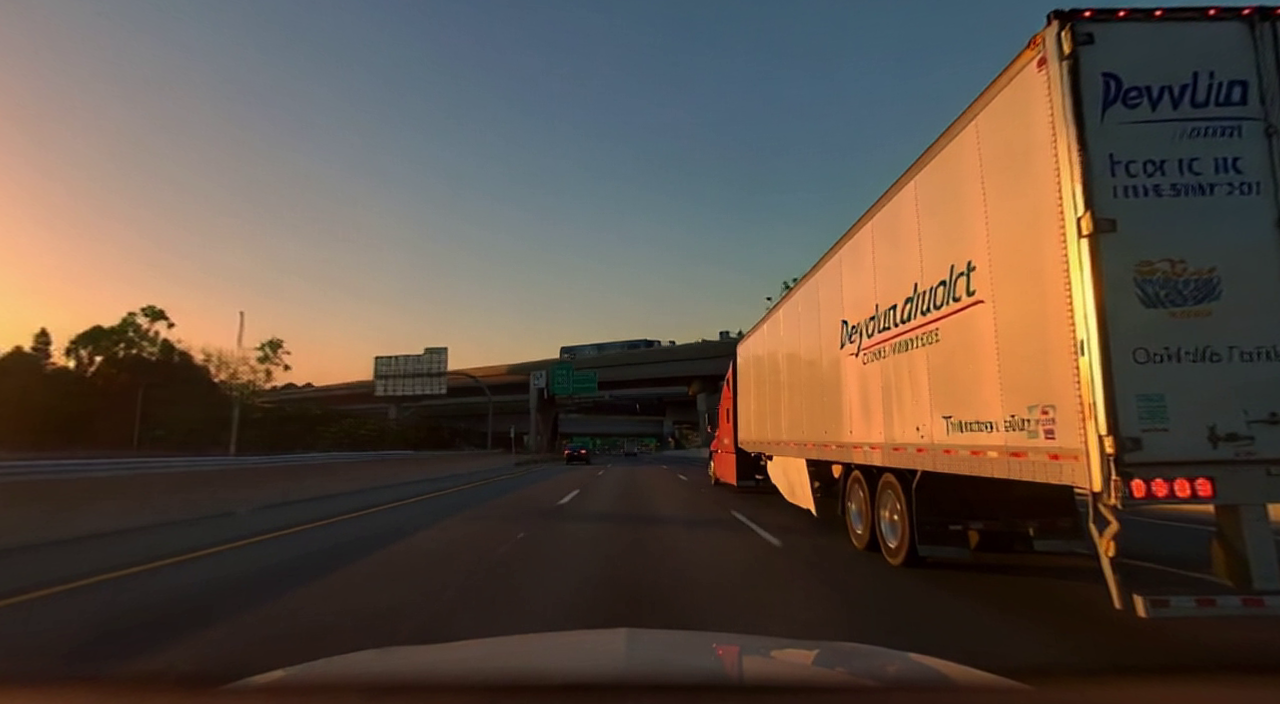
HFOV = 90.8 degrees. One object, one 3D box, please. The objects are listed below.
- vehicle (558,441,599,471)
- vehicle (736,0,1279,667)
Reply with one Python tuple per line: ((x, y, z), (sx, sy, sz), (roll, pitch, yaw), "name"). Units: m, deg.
((-3.574, 6.119, 37.372), (2.030, 1.657, 3.926), (0, -8, 0), "vehicle")
((3.944, 0.622, 10.106), (2.962, 4.132, 12.720), (0, -8, 1), "vehicle")
